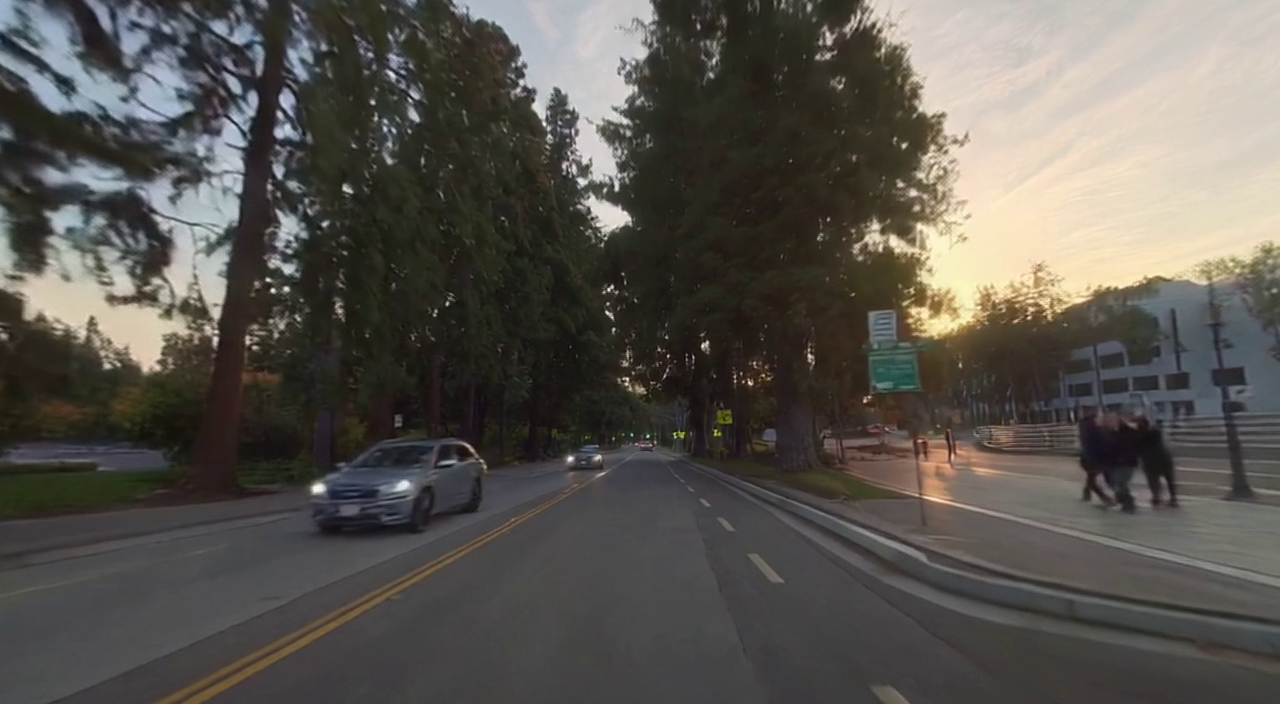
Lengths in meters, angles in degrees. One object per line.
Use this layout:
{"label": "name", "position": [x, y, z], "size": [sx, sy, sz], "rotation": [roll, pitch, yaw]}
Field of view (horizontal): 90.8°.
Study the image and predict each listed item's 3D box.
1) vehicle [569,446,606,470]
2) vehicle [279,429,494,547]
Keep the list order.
{"label": "vehicle", "position": [-3.500, 7.164, 43.026], "size": [1.967, 1.499, 4.287], "rotation": [-1, -8, 2]}
{"label": "vehicle", "position": [-3.987, 2.183, 10.785], "size": [1.898, 1.606, 3.927], "rotation": [-1, -8, 2]}
